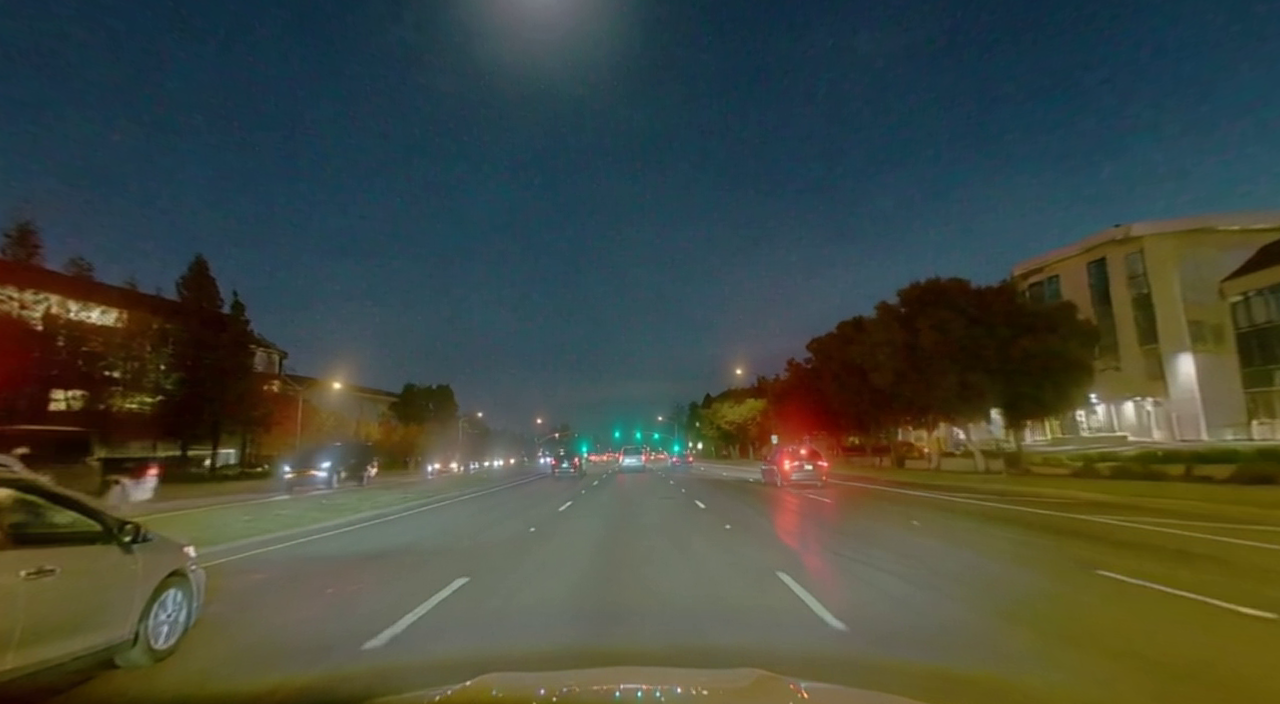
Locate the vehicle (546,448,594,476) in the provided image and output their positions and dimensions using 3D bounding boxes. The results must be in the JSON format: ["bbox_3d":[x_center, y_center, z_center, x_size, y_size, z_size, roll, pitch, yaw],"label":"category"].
[{"bbox_3d":[-3.860,6.128,35.451,2.163,1.474,4.413,0,-9,0],"label":"vehicle"}]

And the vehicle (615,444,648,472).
[{"bbox_3d":[-0.560,6.866,41.143,2.008,1.716,4.125,0,-9,-1],"label":"vehicle"}]

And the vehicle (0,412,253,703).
[{"bbox_3d":[-3.742,0.936,2.225,2.018,1.476,4.364,0,-9,-1],"label":"vehicle"}]

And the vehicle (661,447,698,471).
[{"bbox_3d":[2.535,6.987,41.532,2.014,1.430,4.103,0,-9,-2],"label":"vehicle"}]

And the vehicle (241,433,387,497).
[{"bbox_3d":[-9.498,3.318,18.912,2.026,1.639,4.496,0,-9,-1],"label":"vehicle"}]

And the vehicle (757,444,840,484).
[{"bbox_3d":[6.213,4.438,25.411,2.028,1.451,4.625,0,-9,-1],"label":"vehicle"}]
